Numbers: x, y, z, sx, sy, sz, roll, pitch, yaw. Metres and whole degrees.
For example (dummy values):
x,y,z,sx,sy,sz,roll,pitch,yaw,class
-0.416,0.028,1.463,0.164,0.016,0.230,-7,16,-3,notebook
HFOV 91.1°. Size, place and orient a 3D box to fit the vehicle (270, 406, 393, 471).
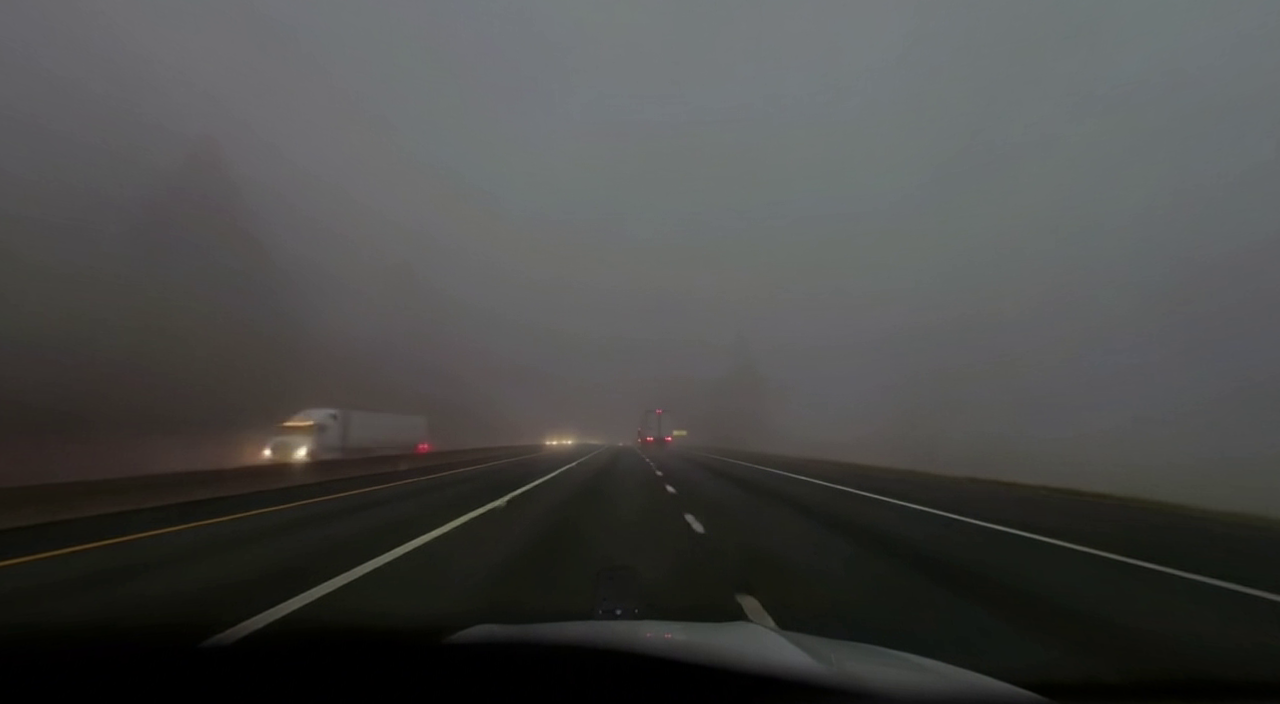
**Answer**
x,y,z,sx,sy,sz,roll,pitch,yaw,class
-20.091,5.766,41.975,3.021,3.806,10.448,0,-8,-1,vehicle
